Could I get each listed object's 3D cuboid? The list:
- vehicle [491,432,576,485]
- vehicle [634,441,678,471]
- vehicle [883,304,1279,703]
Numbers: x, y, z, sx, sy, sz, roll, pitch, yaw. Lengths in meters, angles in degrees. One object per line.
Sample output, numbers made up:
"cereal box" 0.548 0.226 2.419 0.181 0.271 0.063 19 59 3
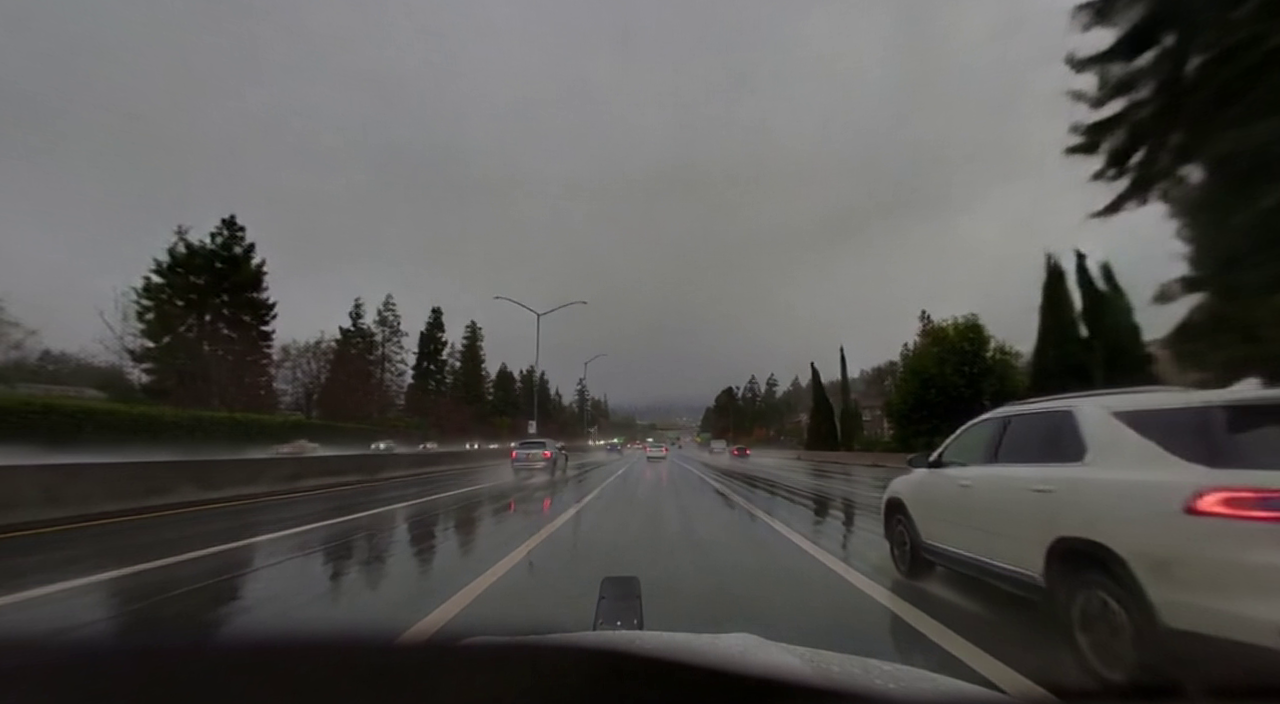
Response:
"vehicle" -3.665 3.760 22.666 2.260 1.706 4.177 0 -8 1
"vehicle" 0.824 5.488 33.533 2.146 1.485 4.332 0 -8 1
"vehicle" 3.673 0.927 3.621 2.463 1.851 5.122 0 -8 -1
